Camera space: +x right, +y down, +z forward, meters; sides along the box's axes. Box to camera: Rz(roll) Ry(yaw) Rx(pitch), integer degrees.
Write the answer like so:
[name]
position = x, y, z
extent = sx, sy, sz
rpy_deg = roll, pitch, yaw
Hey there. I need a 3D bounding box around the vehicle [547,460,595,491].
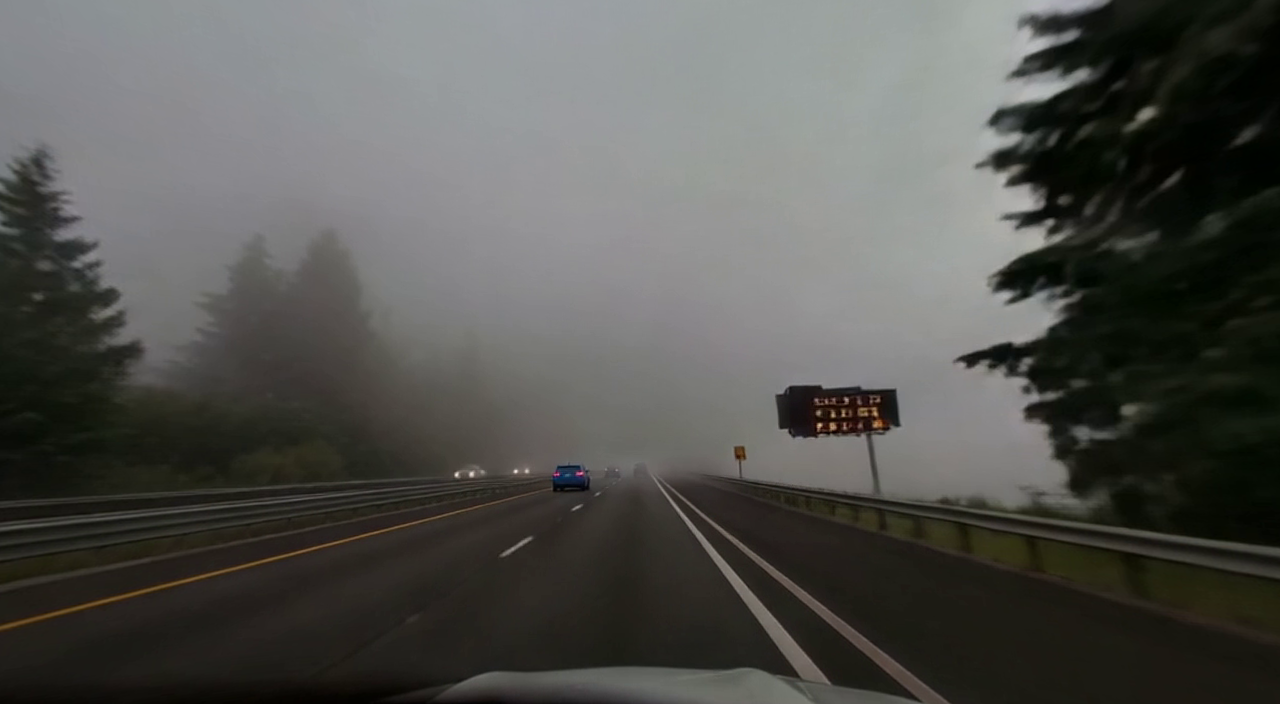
[vehicle]
position = -3.745, 6.801, 34.772
extent = 2.081, 1.586, 4.245
rpy_deg = 0, -10, 1
